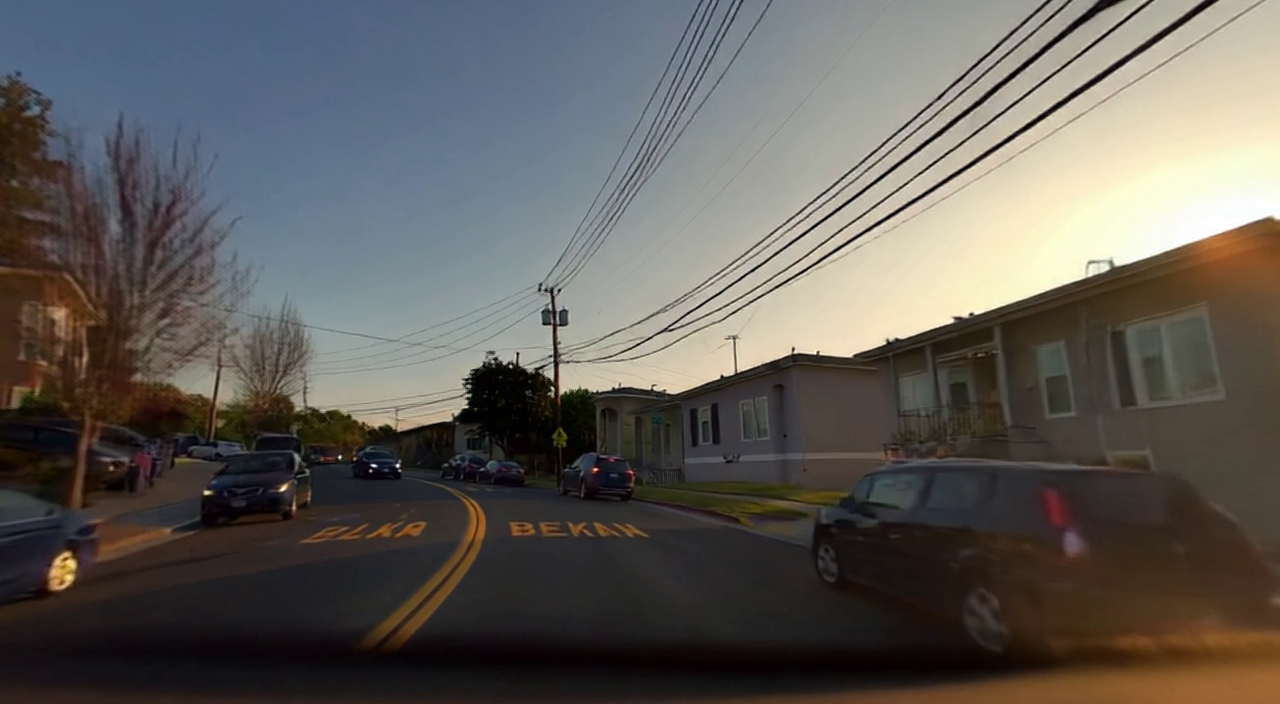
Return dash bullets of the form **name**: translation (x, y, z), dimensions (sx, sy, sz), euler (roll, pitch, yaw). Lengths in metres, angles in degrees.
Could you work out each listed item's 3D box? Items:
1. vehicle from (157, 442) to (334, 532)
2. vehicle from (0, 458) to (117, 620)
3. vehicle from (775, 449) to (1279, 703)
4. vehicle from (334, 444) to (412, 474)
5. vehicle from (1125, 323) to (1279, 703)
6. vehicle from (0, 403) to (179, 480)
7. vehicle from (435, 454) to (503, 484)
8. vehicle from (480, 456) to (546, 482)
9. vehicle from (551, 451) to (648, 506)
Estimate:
- **vehicle**: translation (-8.650, 2.912, 14.417), dimensions (2.023, 1.674, 4.556), euler (2, -9, -14)
- **vehicle**: translation (-6.909, 1.782, 5.439), dimensions (2.003, 1.447, 3.642), euler (-5, -8, -6)
- **vehicle**: translation (2.926, 1.611, 5.558), dimensions (2.078, 1.484, 4.589), euler (1, -9, -5)
- **vehicle**: translation (-19.493, 7.767, 46.016), dimensions (5.504, 1.869, 2.449), euler (-6, -17, 35)
- **vehicle**: translation (3.141, 0.535, 0.313), dimensions (1.974, 1.769, 4.610), euler (0, -9, -2)
- **vehicle**: translation (-16.453, 2.448, 17.221), dimensions (5.822, 1.956, 2.355), euler (4, -10, -27)
- **vehicle**: translation (-9.916, 6.685, 36.465), dimensions (1.923, 1.531, 4.568), euler (7, -11, -40)
- **vehicle**: translation (-8.819, 8.131, 44.124), dimensions (2.023, 1.586, 4.163), euler (-8, -11, 40)
- **vehicle**: translation (-1.578, 4.406, 22.464), dimensions (1.994, 1.682, 4.750), euler (4, -10, -22)
